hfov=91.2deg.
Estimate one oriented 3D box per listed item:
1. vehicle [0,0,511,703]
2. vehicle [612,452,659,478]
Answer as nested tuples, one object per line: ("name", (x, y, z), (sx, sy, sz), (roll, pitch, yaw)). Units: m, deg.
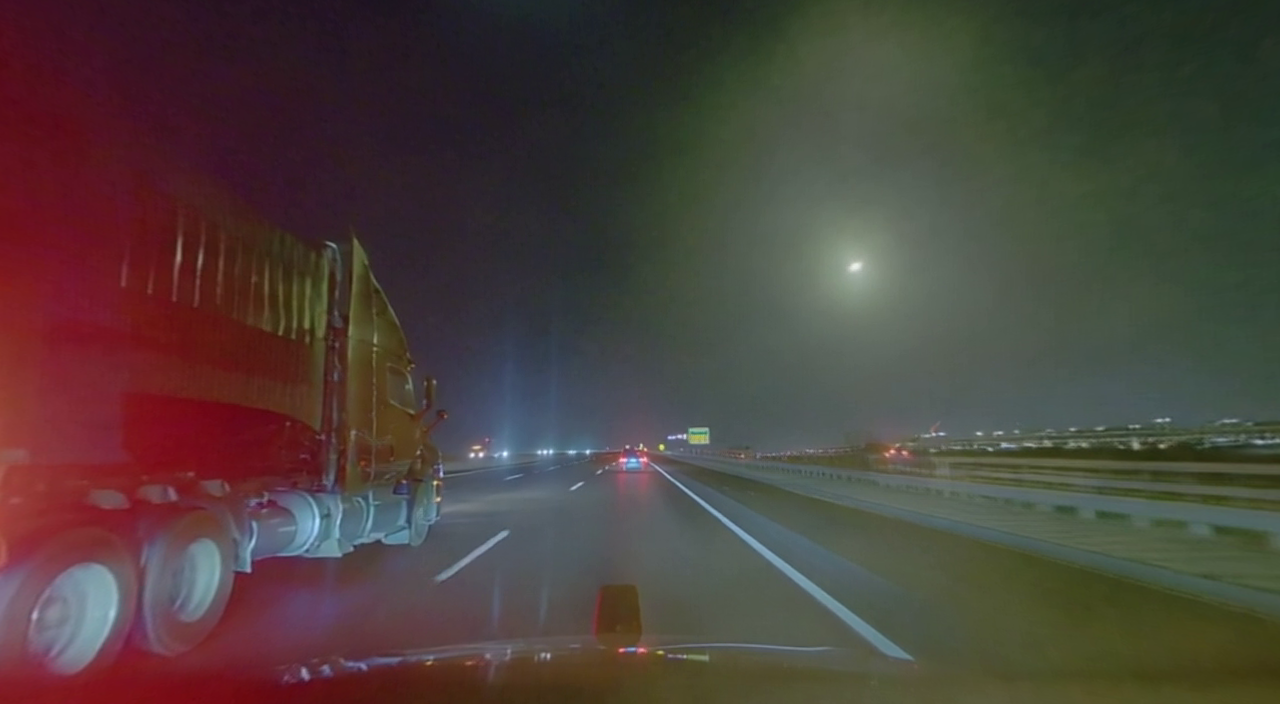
("vehicle", (-3.977, 0.200, 5.189), (2.914, 4.039, 14.493), (0, -9, -1))
("vehicle", (-0.259, 6.260, 35.082), (2.398, 1.336, 5.698), (0, -9, -1))
